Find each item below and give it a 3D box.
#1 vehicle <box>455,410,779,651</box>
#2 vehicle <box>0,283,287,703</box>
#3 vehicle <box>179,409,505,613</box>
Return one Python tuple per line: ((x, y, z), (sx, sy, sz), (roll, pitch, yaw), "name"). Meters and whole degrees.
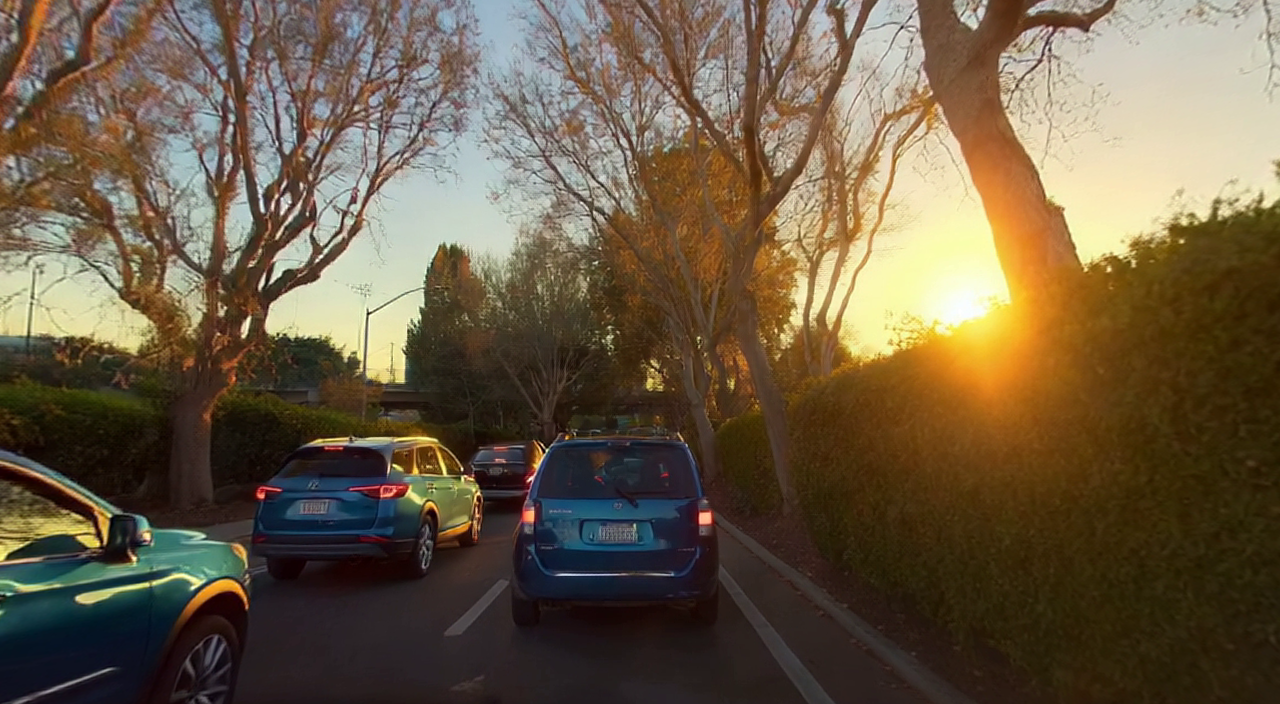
((-0.178, 1.504, 6.268), (2.154, 1.581, 4.007), (0, -9, -1), "vehicle")
((-3.285, 0.679, 1.263), (2.205, 1.913, 5.327), (-6, -8, -2), "vehicle")
((-3.408, 1.861, 8.329), (2.256, 1.728, 4.421), (-6, -8, -2), "vehicle")
